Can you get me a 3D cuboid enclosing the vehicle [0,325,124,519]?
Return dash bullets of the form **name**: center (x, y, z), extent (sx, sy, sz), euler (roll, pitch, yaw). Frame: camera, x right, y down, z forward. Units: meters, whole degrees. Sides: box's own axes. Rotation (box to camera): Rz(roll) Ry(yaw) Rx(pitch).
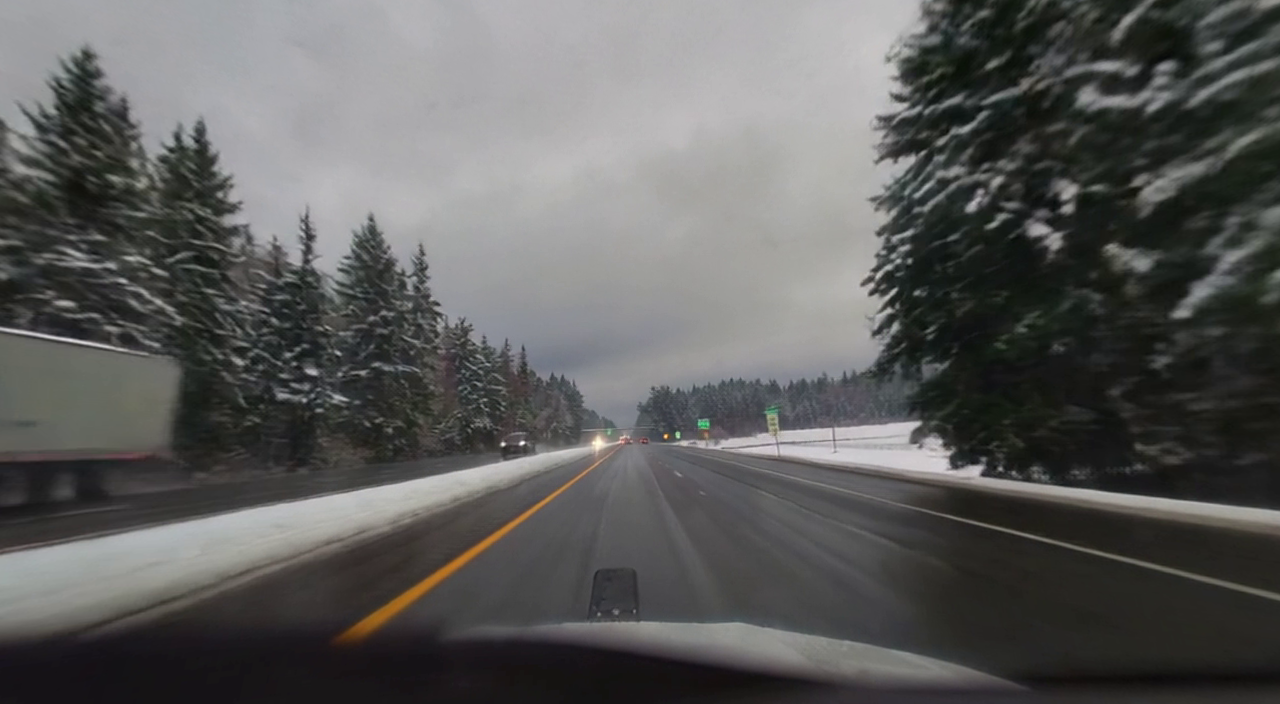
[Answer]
- **vehicle**: center (-14.024, 0.843, 8.612), extent (2.794, 3.792, 13.285), euler (0, -8, 0)
